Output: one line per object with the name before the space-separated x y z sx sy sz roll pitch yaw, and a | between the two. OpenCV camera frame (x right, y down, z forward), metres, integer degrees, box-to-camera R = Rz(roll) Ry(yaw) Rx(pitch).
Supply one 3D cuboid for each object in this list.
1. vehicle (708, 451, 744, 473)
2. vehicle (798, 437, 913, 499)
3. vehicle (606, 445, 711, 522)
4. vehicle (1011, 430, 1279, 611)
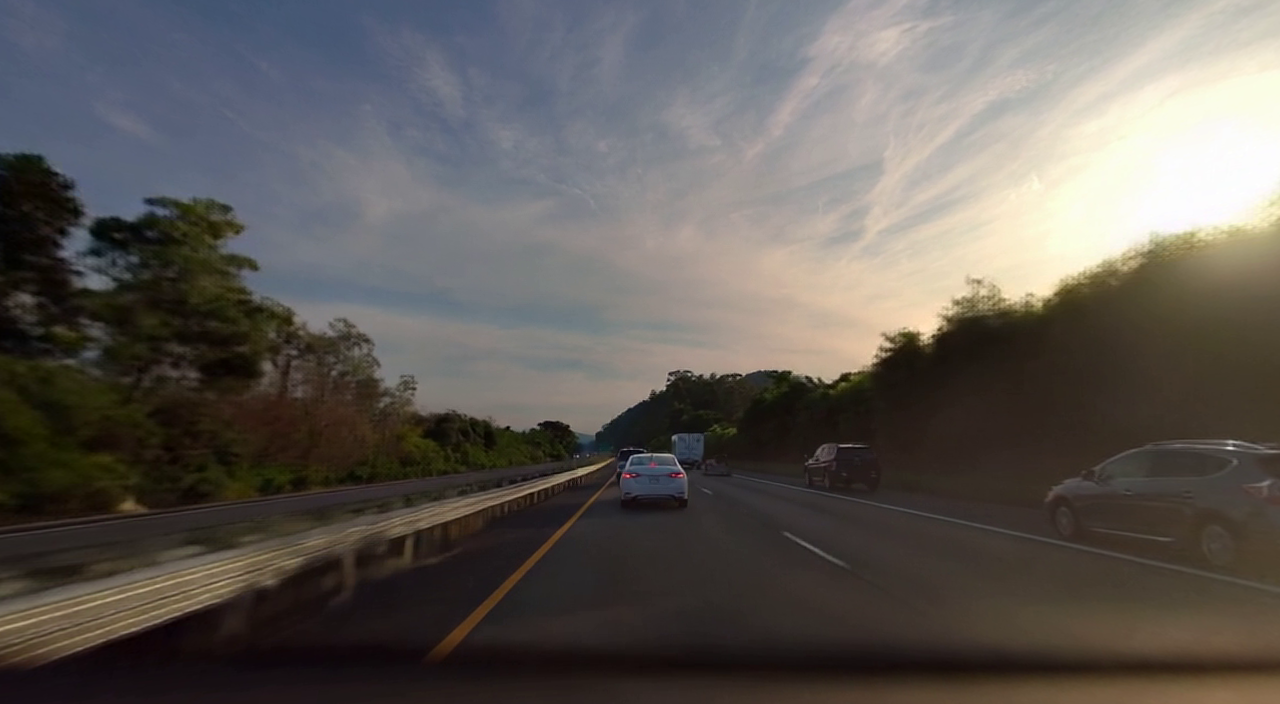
vehicle | 6.065 7.802 44.839 1.921 1.451 3.841 0 -9 -2
vehicle | 6.533 3.577 19.714 1.980 1.702 4.235 0 -9 -1
vehicle | 0.347 2.911 14.421 2.076 1.485 3.774 0 -9 0
vehicle | 6.270 1.644 6.807 1.965 1.484 4.090 0 -9 -1
